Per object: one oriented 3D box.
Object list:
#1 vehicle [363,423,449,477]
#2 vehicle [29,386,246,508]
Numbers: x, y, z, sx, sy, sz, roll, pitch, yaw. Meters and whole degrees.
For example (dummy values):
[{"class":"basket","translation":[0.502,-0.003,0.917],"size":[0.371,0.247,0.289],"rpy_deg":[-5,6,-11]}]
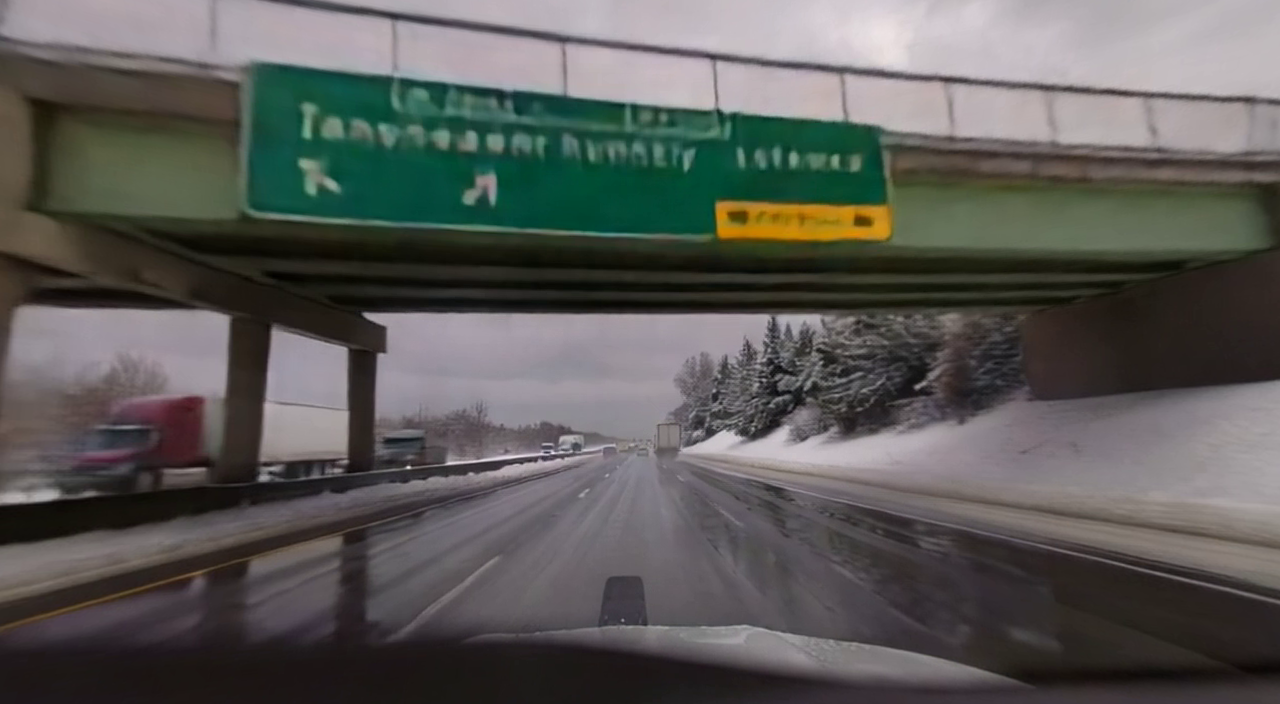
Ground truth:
[{"class":"vehicle","translation":[-15.299,6.509,41.918],"size":[2.668,3.229,7.672],"rpy_deg":[0,-9,0]},{"class":"vehicle","translation":[-19.015,3.690,24.587],"size":[2.963,4.113,6.320],"rpy_deg":[0,-9,0]}]
